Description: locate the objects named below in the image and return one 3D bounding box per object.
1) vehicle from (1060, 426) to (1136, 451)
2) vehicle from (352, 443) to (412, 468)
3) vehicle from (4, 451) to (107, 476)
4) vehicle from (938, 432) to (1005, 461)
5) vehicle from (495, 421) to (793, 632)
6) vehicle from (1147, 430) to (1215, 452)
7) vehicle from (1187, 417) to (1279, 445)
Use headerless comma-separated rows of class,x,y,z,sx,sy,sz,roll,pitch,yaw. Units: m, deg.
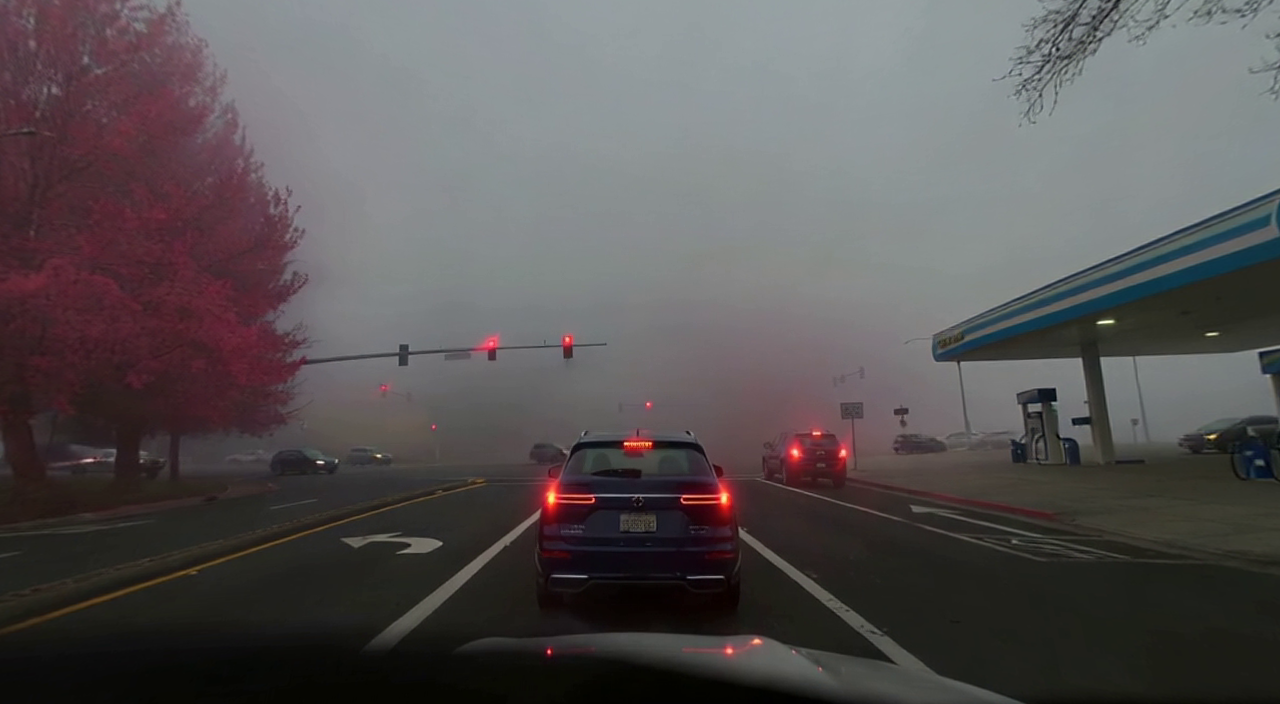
vehicle,34.741,6.597,47.897,4.294,1.557,1.744,-4,-8,1
vehicle,-20.441,8.153,49.853,4.660,1.867,2.019,-6,-10,33
vehicle,-38.560,7.335,41.640,4.813,1.455,1.889,8,-12,-44
vehicle,18.382,5.237,34.853,2.053,1.495,4.091,-8,-12,44
vehicle,0.015,1.540,6.583,2.112,1.482,4.057,0,-8,0
vehicle,40.934,6.723,47.715,3.573,1.432,1.604,-3,-8,1
vehicle,36.306,4.858,38.496,1.848,1.581,4.475,0,-8,2
